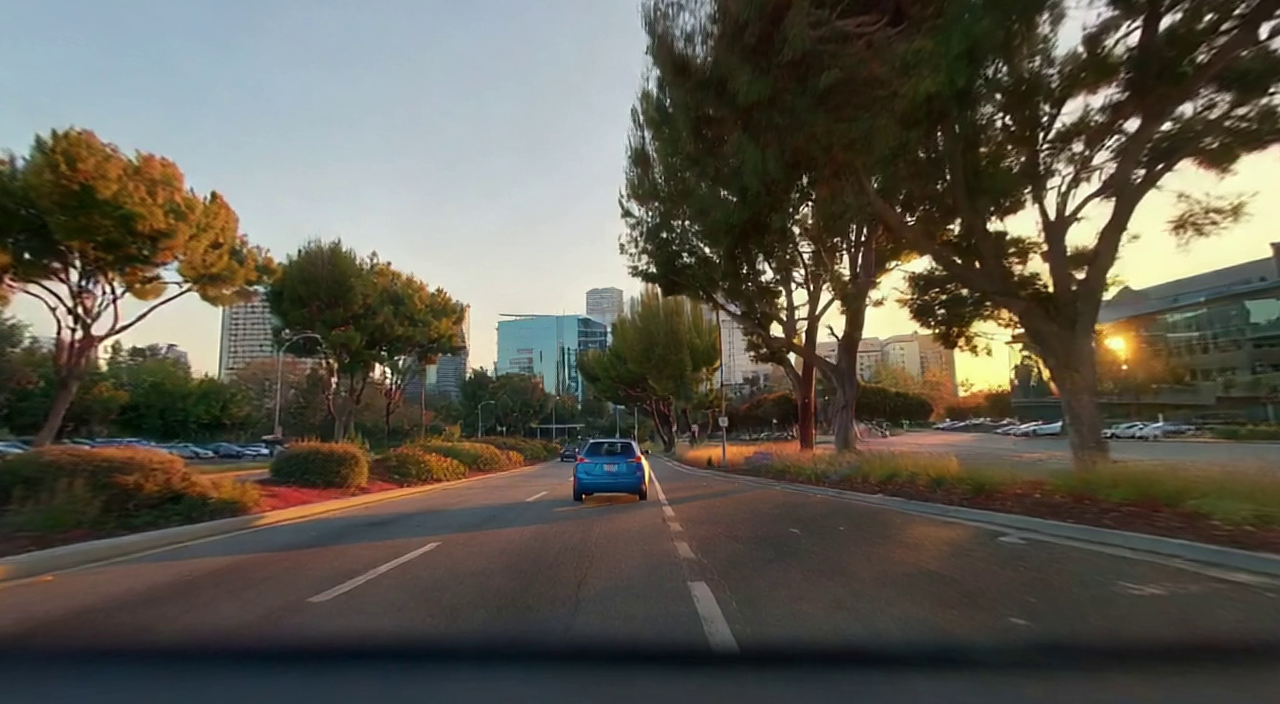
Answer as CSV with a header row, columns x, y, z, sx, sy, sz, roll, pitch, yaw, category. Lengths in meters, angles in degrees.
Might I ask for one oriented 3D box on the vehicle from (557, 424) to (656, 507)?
x,y,z,sx,sy,sz,roll,pitch,yaw,category
-0.729,2.766,15.824,2.131,1.761,4.242,0,-8,0,vehicle
